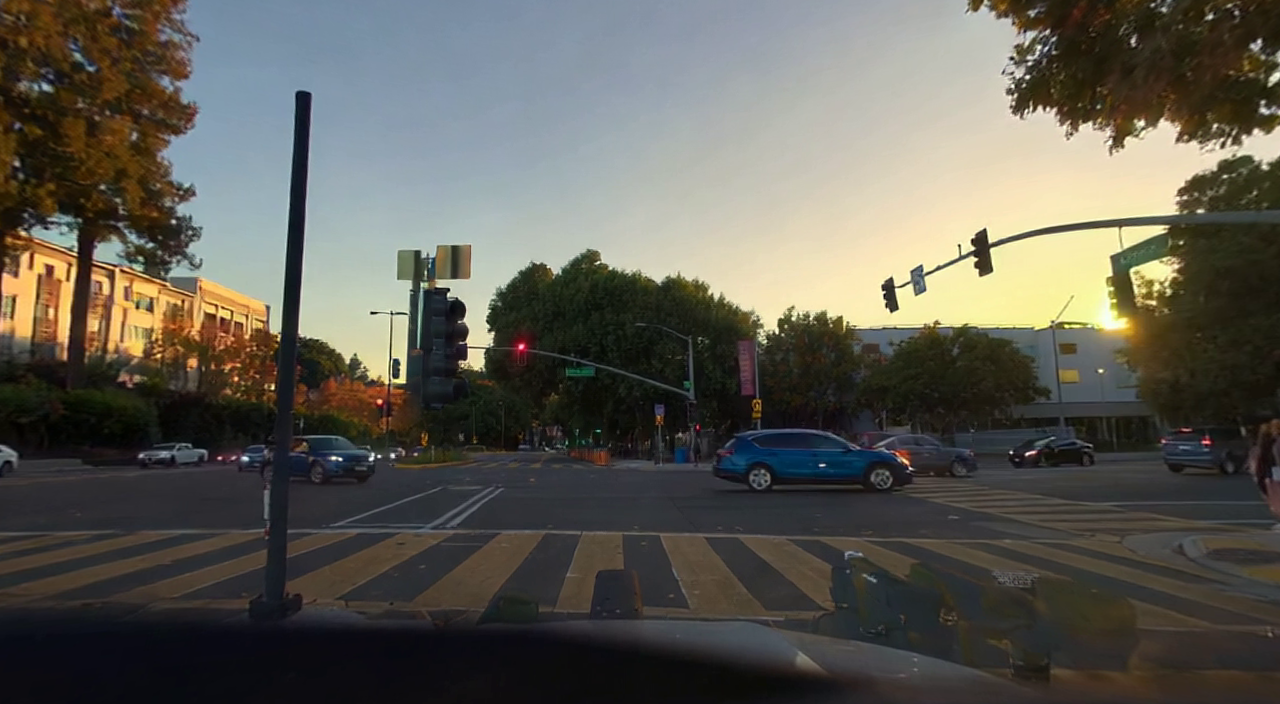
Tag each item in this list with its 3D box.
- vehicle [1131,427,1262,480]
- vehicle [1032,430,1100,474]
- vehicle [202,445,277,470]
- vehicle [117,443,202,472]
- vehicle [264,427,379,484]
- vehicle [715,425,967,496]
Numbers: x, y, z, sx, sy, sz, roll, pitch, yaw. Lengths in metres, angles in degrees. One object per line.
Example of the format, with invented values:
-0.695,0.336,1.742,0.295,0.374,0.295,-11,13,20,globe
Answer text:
20.348,3.674,23.075,4.780,1.719,2.156,5,-10,-32,vehicle
19.094,4.445,28.232,2.180,1.762,4.742,-6,-10,36,vehicle
-23.960,6.305,38.014,2.099,1.407,3.941,0,-8,-4,vehicle
-31.024,6.806,40.978,1.961,1.708,4.678,0,-8,-3,vehicle
-11.393,3.639,22.481,4.509,1.821,2.066,-8,-11,42,vehicle
5.264,2.975,17.542,6.196,1.777,2.457,-1,-8,5,vehicle
